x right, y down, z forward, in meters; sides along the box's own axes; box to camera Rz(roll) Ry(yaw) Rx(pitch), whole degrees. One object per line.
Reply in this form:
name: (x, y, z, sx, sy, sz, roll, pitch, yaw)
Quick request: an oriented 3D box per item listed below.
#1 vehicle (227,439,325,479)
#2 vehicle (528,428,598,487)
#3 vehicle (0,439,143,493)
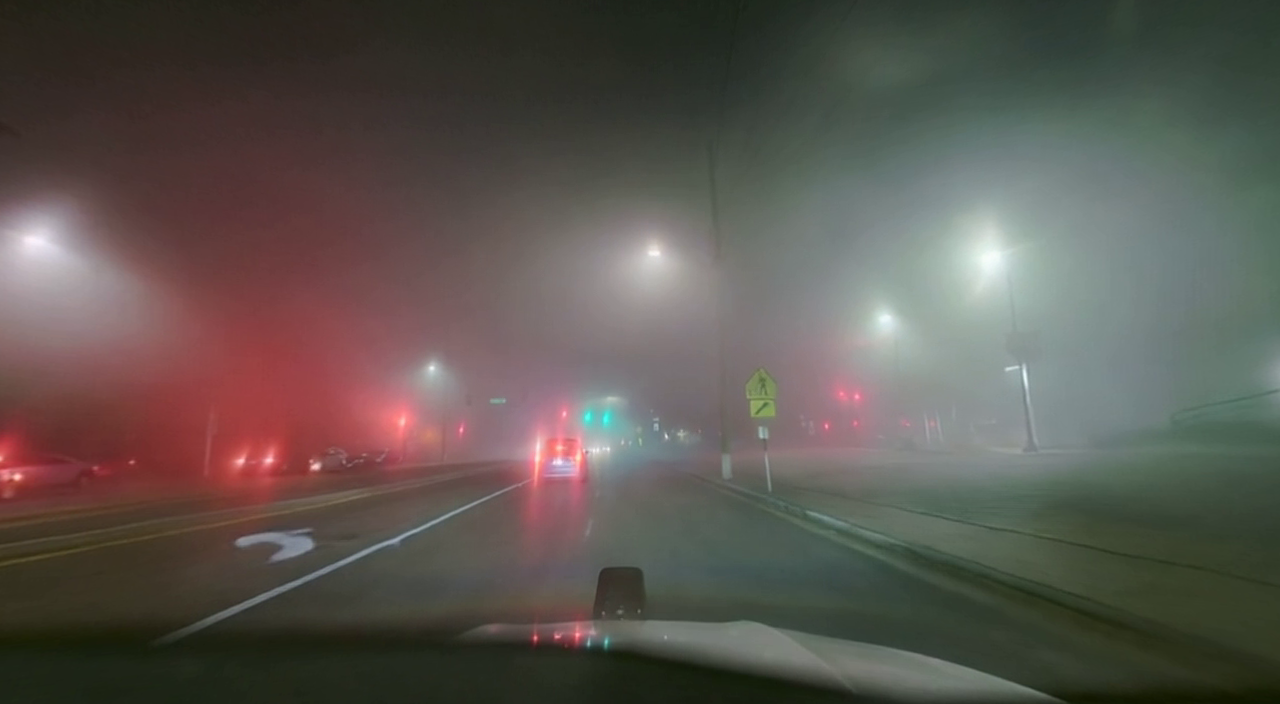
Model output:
vehicle: (-21.630, 6.381, 37.963, 2.369, 2.159, 6.388, 0, -8, -3)
vehicle: (-2.450, 3.481, 21.079, 2.022, 1.757, 4.041, 0, -8, -3)
vehicle: (-27.091, 5.302, 29.399, 5.928, 2.096, 2.250, -3, -7, -3)
